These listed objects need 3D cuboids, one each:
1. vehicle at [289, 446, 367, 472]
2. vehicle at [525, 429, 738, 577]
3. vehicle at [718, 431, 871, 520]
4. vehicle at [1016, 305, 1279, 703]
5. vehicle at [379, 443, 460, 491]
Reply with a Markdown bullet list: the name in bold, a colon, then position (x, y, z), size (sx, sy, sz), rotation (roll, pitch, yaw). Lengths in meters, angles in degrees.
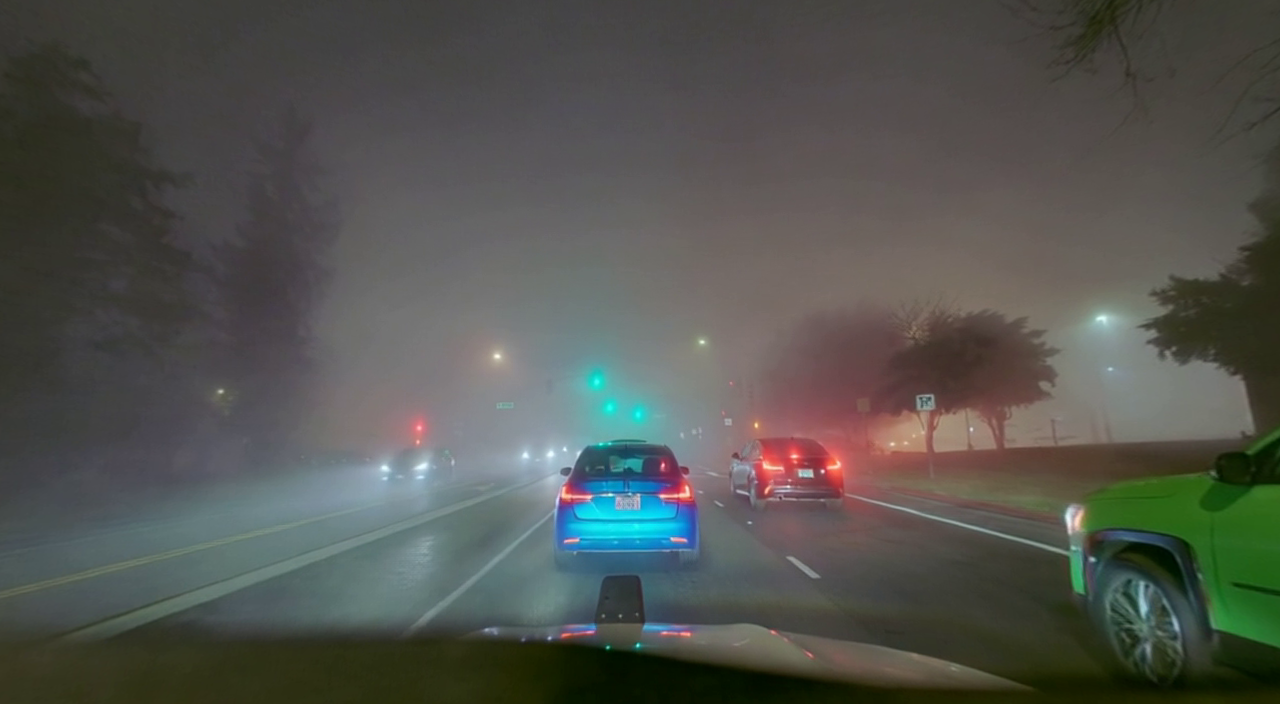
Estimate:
- **vehicle**: position (-19.871, 6.807, 40.349), size (3.957, 1.630, 1.881), rotation (0, -8, -1)
- **vehicle**: position (-0.123, 1.869, 8.656), size (2.186, 1.500, 4.141), rotation (0, -8, -1)
- **vehicle**: position (2.964, 2.470, 13.266), size (1.971, 1.517, 4.521), rotation (0, -8, -1)
- **vehicle**: position (3.384, 0.619, 1.695), size (2.006, 1.766, 4.345), rotation (0, -8, -1)
- **vehicle**: position (-8.867, 4.628, 25.842), size (1.996, 1.680, 4.203), rotation (-2, -8, -2)
